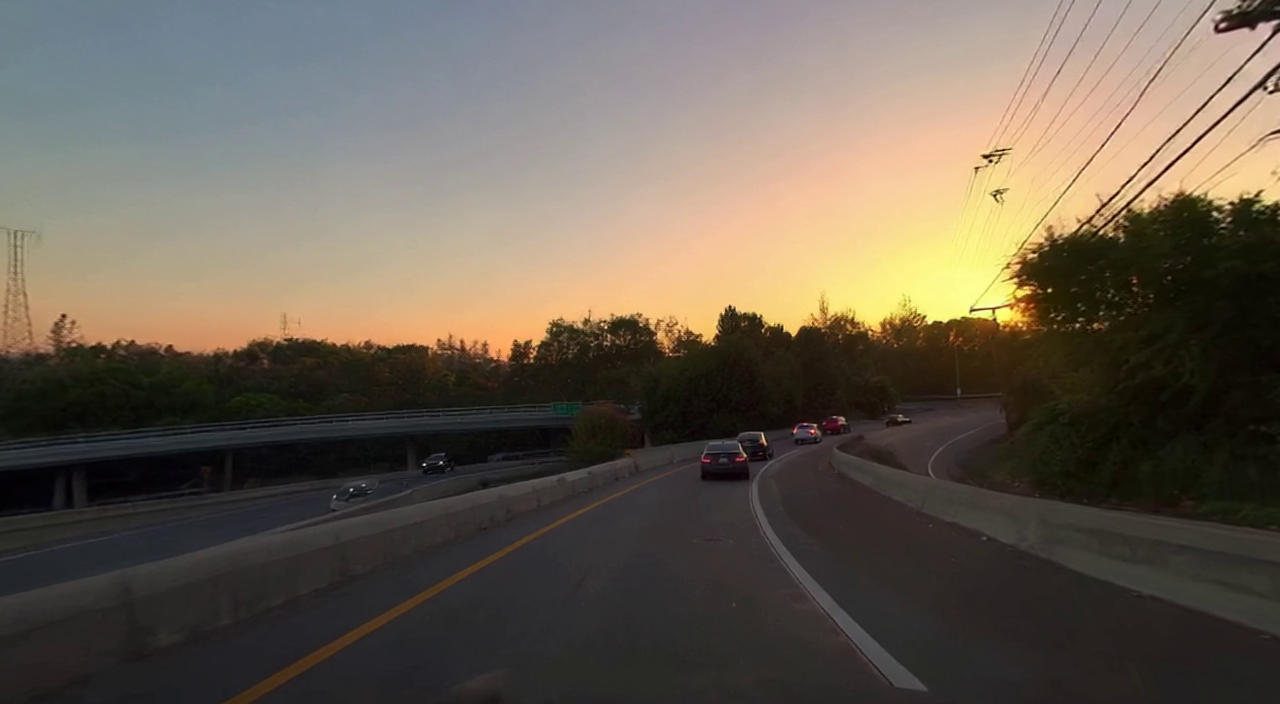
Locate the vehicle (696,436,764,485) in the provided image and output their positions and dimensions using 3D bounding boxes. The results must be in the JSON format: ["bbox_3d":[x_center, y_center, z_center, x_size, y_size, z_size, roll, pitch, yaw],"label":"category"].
[{"bbox_3d":[3.219,3.717,21.889,2.091,1.482,4.321,-2,-9,11],"label":"vehicle"}]

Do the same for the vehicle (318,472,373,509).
[{"bbox_3d":[-14.076,6.594,30.231,1.781,1.443,3.939,2,-9,-17],"label":"vehicle"}]

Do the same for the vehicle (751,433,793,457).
[{"bbox_3d":[8.792,6.156,41.751,2.078,1.474,4.165,-3,-9,20],"label":"vehicle"}]
